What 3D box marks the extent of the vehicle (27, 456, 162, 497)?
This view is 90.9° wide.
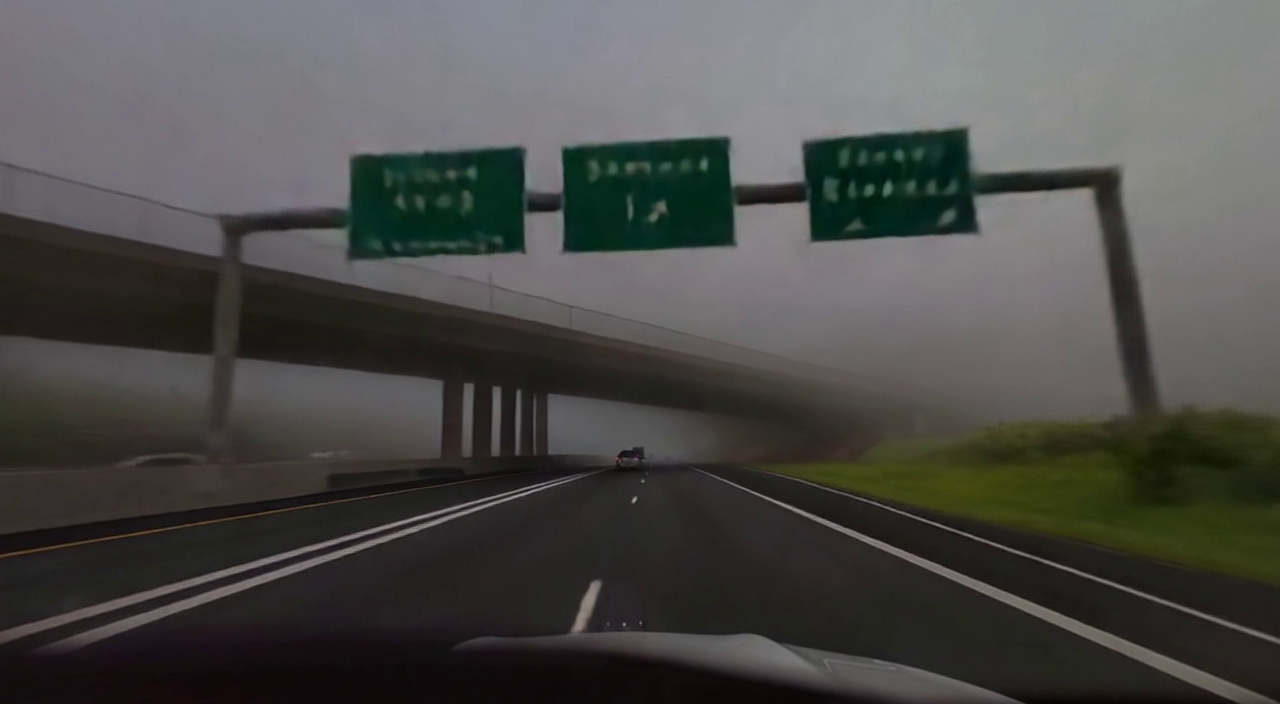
[{"bbox_3d":[-21.392,4.867,24.944,1.835,1.455,3.837,0,-9,2],"label":"vehicle"}]
